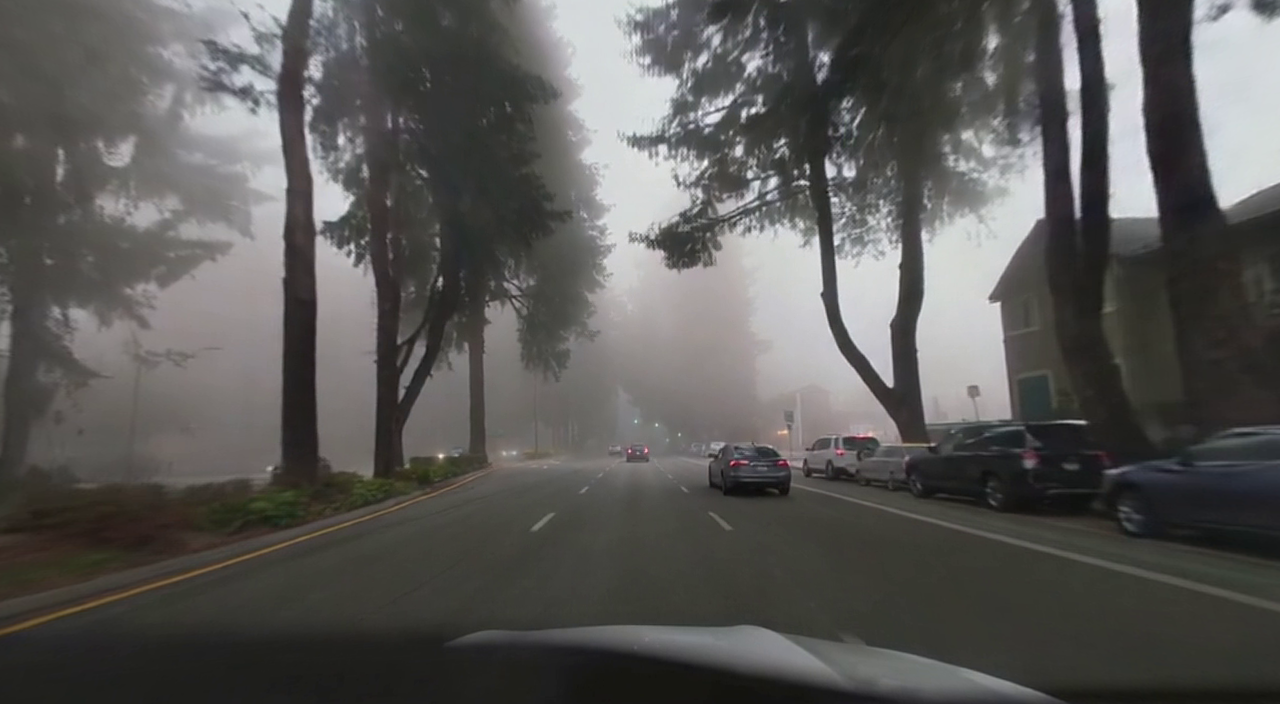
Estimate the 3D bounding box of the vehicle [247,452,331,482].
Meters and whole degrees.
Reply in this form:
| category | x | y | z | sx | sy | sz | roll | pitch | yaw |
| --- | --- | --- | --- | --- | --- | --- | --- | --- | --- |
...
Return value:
| category | x | y | z | sx | sy | sz | roll | pitch | yaw |
| --- | --- | --- | --- | --- | --- | --- | --- | --- | --- |
| vehicle | -18.274 | 5.971 | 33.017 | 1.836 | 1.454 | 4.507 | 0 | -9 | 0 |

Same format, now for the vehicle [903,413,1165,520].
| category | x | y | z | sx | sy | sz | roll | pitch | yaw |
| --- | --- | --- | --- | --- | --- | --- | --- | --- | --- |
| vehicle | 7.680 | 2.304 | 13.108 | 2.174 | 1.788 | 4.954 | 0 | -9 | -1 |

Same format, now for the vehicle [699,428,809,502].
| category | x | y | z | sx | sy | sz | roll | pitch | yaw |
| --- | --- | --- | --- | --- | --- | --- | --- | --- | --- |
| vehicle | 2.805 | 2.897 | 16.432 | 2.022 | 1.656 | 4.025 | 0 | -9 | -1 |

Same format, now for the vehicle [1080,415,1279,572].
| category | x | y | z | sx | sy | sz | roll | pitch | yaw |
| --- | --- | --- | --- | --- | --- | --- | --- | --- | --- |
| vehicle | 7.472 | 1.458 | 6.539 | 2.068 | 1.558 | 5.058 | 0 | -9 | -1 |

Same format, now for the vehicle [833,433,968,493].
| category | x | y | z | sx | sy | sz | roll | pitch | yaw |
| --- | --- | --- | --- | --- | --- | --- | --- | --- | --- |
| vehicle | 7.523 | 3.254 | 18.727 | 1.886 | 1.534 | 4.464 | 0 | -9 | -3 |
